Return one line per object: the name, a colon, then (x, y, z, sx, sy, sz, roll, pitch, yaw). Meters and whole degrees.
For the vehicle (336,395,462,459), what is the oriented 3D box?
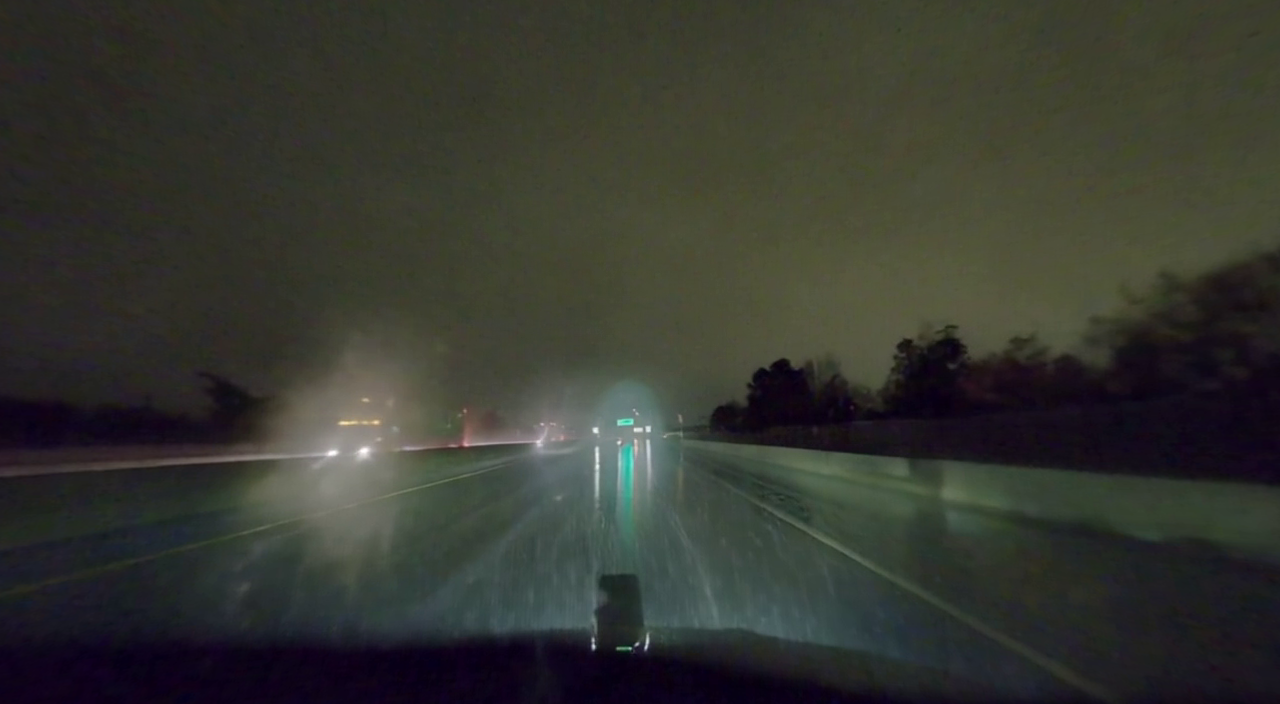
vehicle: (-17.426, 5.799, 47.706, 3.459, 3.900, 16.947, -1, -8, -2)
